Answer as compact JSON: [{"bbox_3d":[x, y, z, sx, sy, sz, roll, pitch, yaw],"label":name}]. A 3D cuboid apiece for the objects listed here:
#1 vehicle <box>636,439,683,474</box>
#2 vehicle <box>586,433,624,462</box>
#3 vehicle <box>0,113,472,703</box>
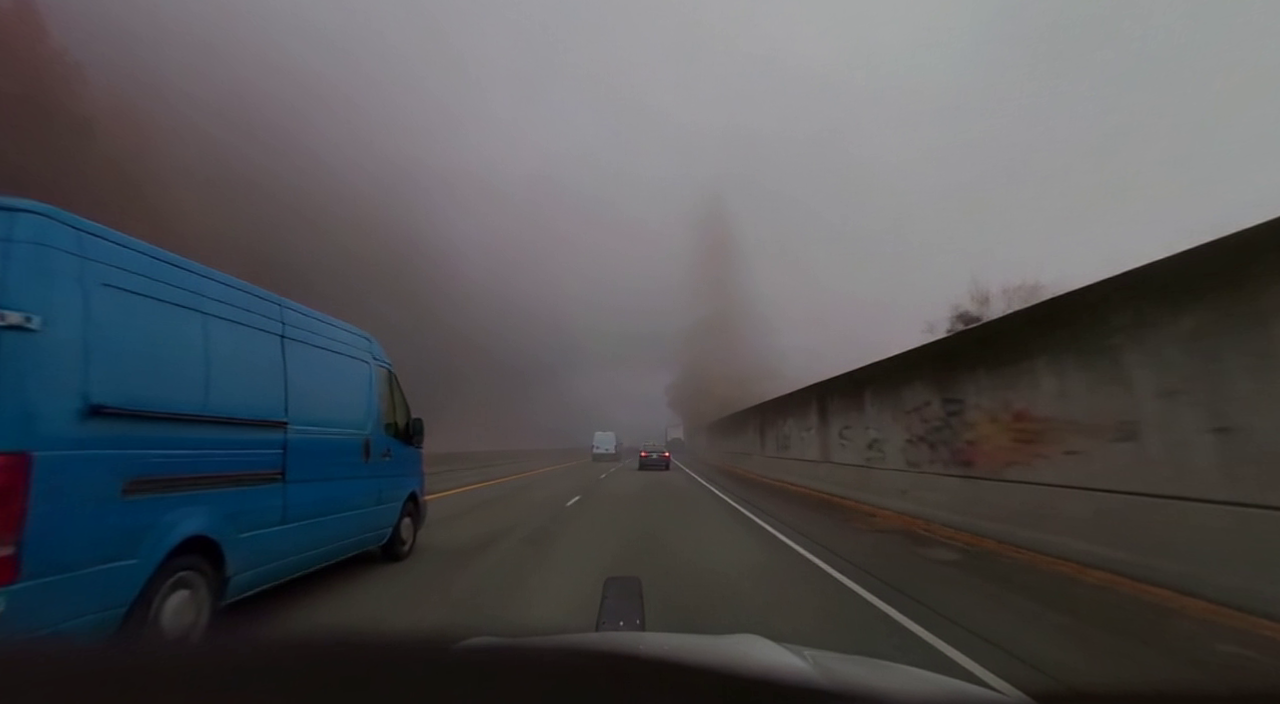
[{"bbox_3d":[0.894,4.850,29.498,2.071,1.487,3.948,0,-8,1],"label":"vehicle"},{"bbox_3d":[-2.498,7.025,46.421,2.199,1.973,5.078,0,-8,3],"label":"vehicle"},{"bbox_3d":[-3.564,0.747,5.648,2.297,2.687,6.317,0,-8,1],"label":"vehicle"}]
